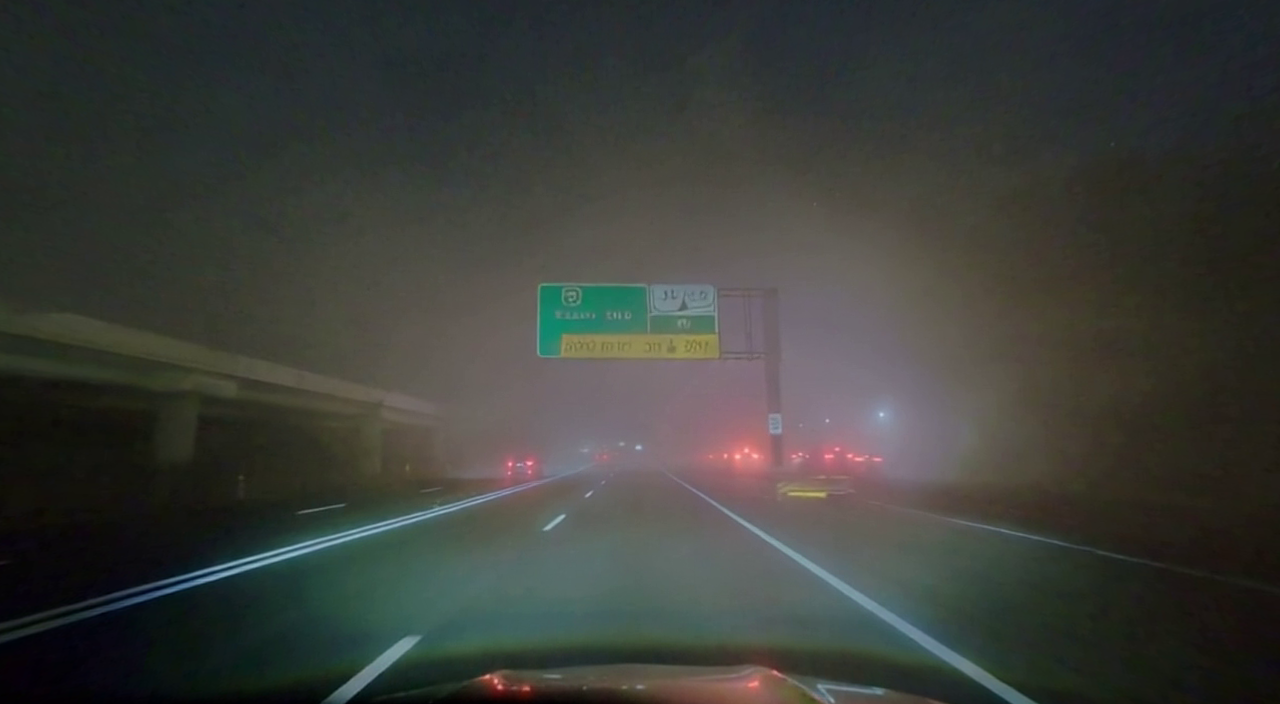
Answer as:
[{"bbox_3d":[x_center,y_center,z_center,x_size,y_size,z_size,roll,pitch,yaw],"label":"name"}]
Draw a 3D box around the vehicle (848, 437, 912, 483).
[{"bbox_3d":[18.600,8.391,49.184,2.594,3.362,5.549,1,-9,-1],"label":"vehicle"}]
